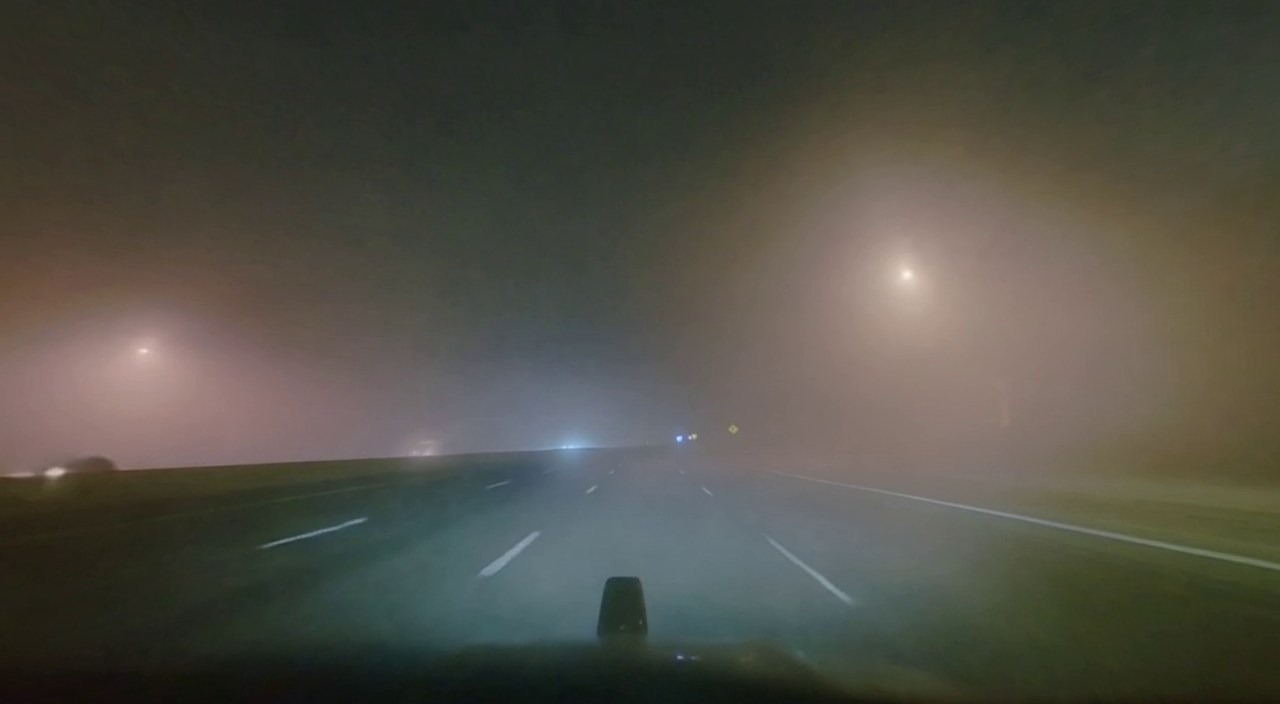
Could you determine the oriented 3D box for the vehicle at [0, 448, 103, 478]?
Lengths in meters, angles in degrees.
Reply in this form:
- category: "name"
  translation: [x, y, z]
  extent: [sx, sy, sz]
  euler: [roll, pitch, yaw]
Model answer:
- category: "vehicle"
  translation: [-34.155, 6.365, 36.379]
  extent: [2.015, 1.583, 4.829]
  euler: [-1, -8, 1]
